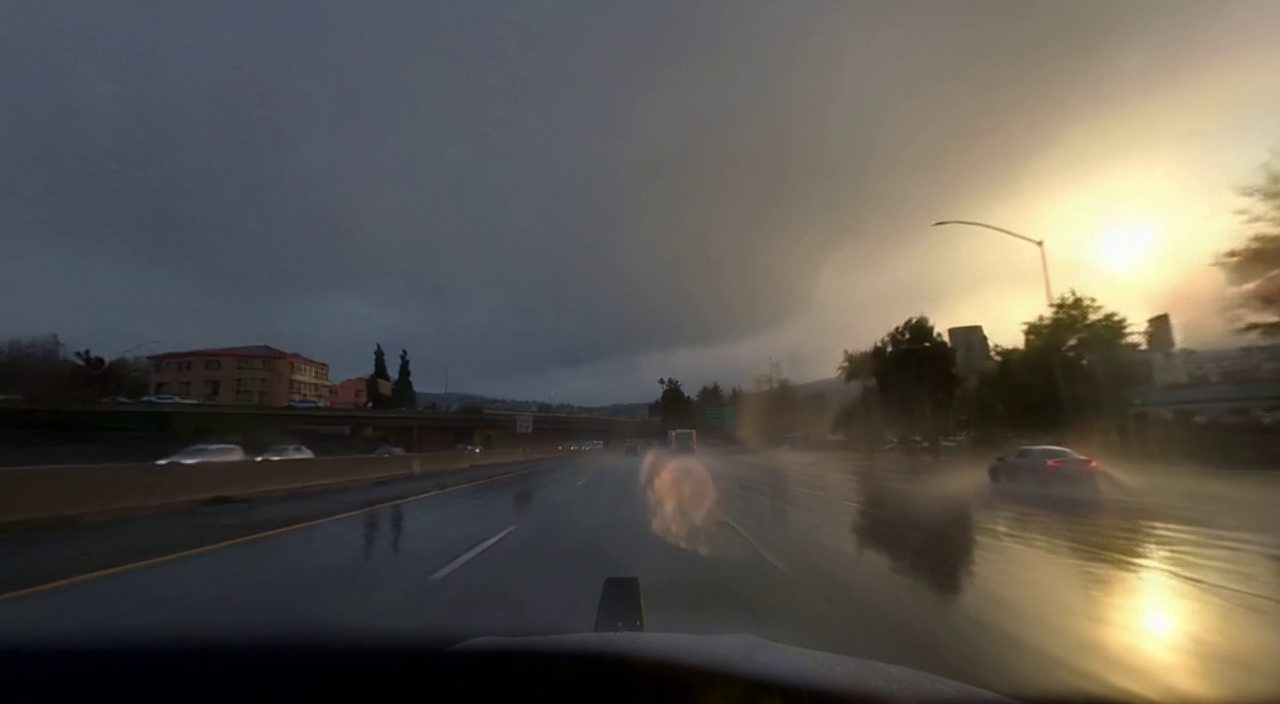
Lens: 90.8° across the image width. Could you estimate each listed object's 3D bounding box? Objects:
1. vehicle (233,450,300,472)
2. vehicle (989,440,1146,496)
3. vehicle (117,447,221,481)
[{"bbox_3d":[-26.695,7.764,45.316,1.909,1.473,4.754,0,-9,0],"label":"vehicle"},{"bbox_3d":[12.828,3.477,19.363,1.878,1.509,4.327,0,-9,2],"label":"vehicle"},{"bbox_3d":[-22.934,5.451,30.977,1.858,1.549,4.173,0,-9,0],"label":"vehicle"}]
